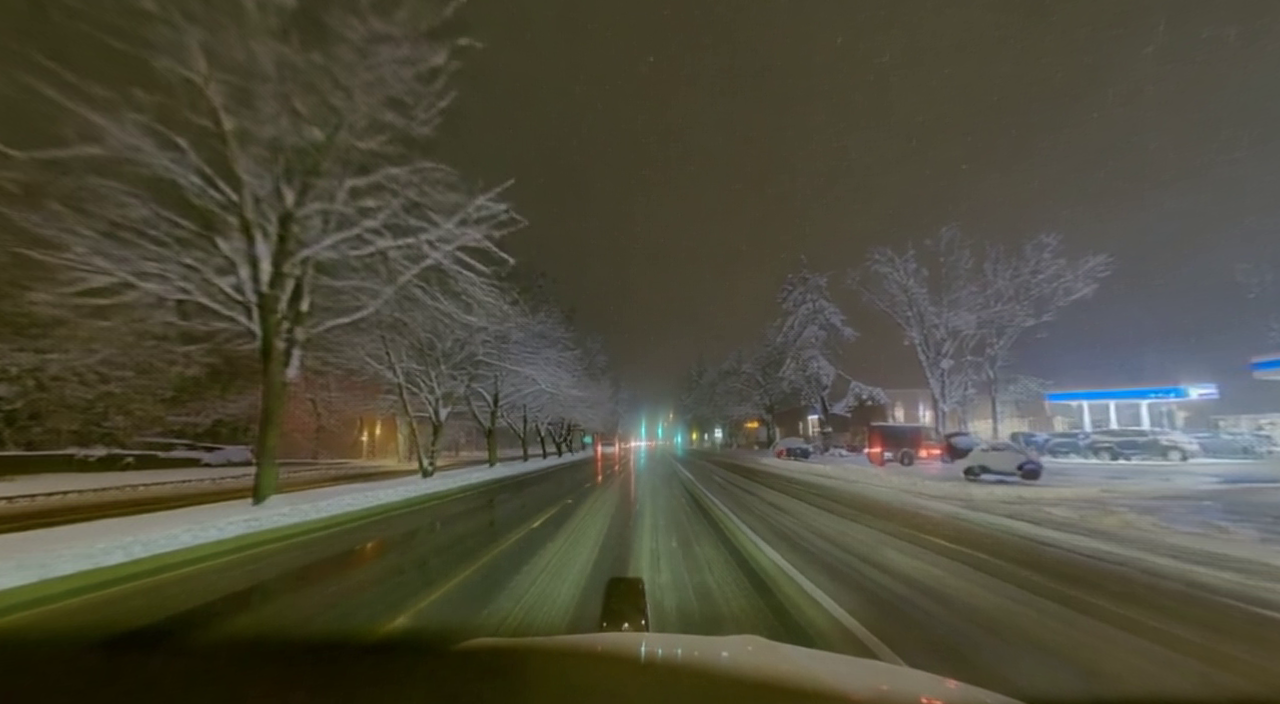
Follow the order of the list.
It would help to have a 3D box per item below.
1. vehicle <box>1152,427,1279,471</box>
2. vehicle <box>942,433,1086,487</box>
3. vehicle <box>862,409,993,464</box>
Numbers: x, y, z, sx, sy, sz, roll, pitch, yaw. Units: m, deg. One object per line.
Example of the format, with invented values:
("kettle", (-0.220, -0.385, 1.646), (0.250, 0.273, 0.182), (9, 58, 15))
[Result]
("vehicle", (21.348, 3.541, 23.265), (4.674, 1.471, 1.954), (4, -9, -28))
("vehicle", (11.682, 3.385, 20.117), (1.967, 1.500, 4.353), (-1, -8, 1))
("vehicle", (15.211, 4.504, 33.638), (5.820, 2.752, 2.234), (0, -8, -1))
